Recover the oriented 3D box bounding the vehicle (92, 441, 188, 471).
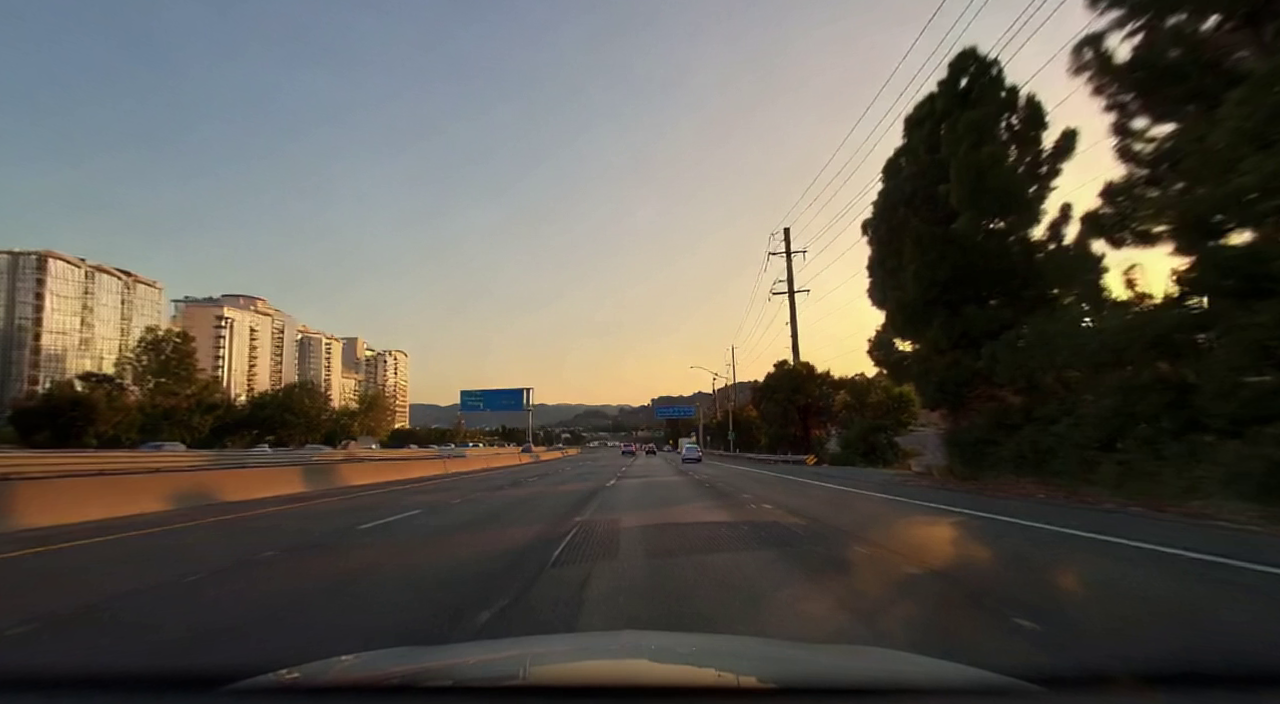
[{"bbox_3d":[-30.372,6.313,38.507,1.975,1.717,4.668,0,-8,1],"label":"vehicle"}]

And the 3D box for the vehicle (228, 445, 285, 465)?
[{"bbox_3d":[-30.192,8.093,49.785,1.717,1.466,4.377,0,-8,0],"label":"vehicle"}]
